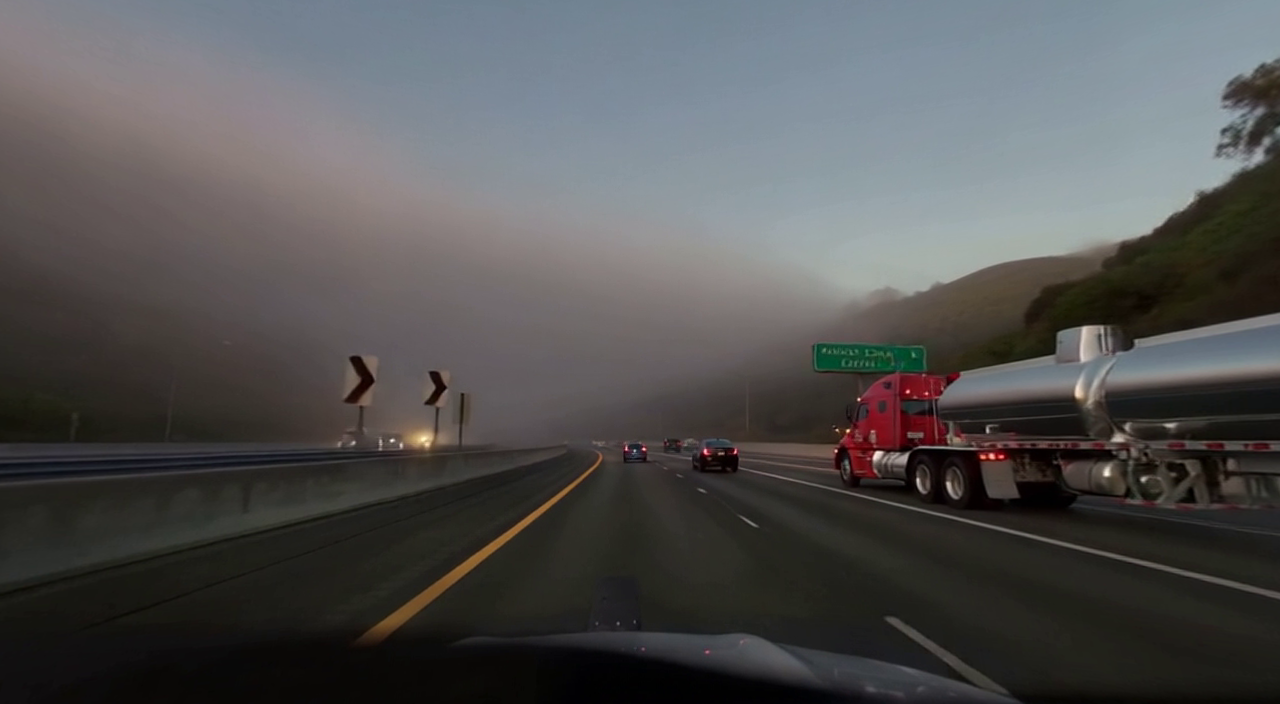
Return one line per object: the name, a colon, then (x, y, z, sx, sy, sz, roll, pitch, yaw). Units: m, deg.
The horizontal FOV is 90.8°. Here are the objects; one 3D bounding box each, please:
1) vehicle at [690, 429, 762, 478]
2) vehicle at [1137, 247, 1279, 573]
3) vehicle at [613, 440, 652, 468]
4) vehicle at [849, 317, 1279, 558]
vehicle: (3.380, 4.119, 25.874, 2.098, 1.794, 4.561, 0, -9, -2)
vehicle: (7.756, 0.069, 2.930, 2.805, 3.212, 9.978, 0, -9, 0)
vehicle: (-0.462, 5.685, 35.323, 2.083, 1.477, 3.965, 0, -9, -2)
vehicle: (7.407, 1.739, 12.639, 2.880, 2.975, 9.608, 0, -9, -2)
